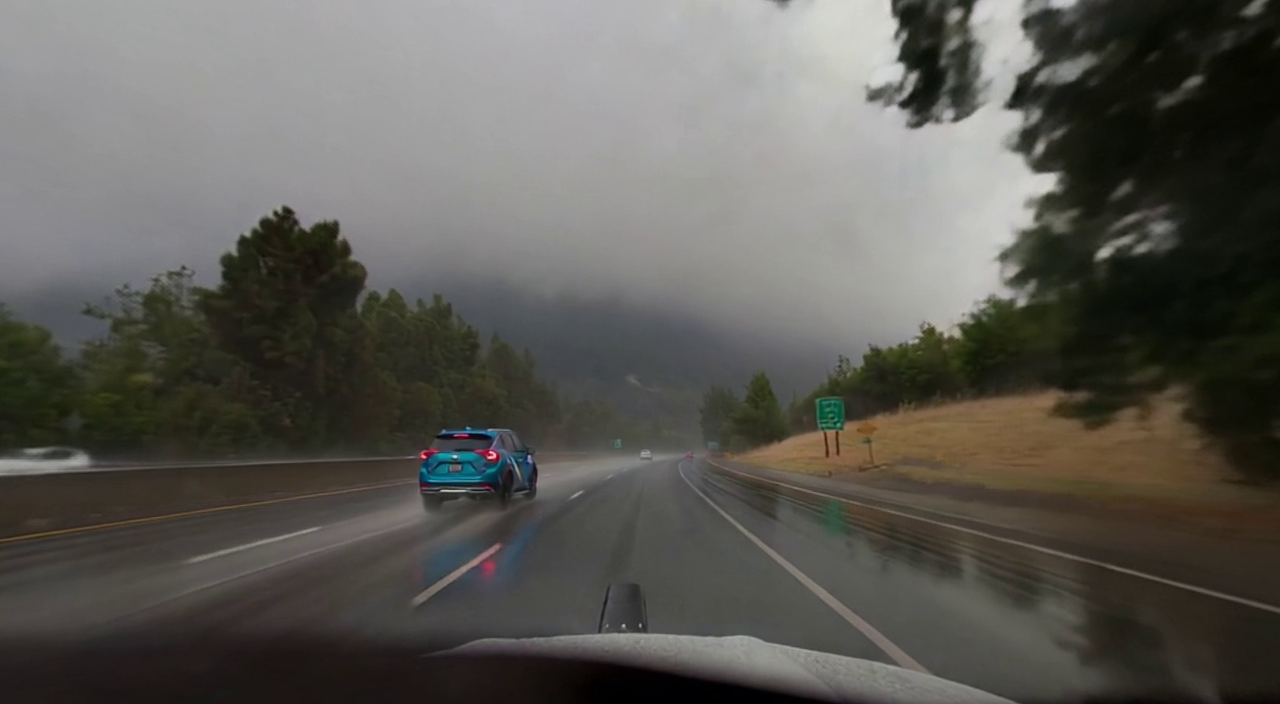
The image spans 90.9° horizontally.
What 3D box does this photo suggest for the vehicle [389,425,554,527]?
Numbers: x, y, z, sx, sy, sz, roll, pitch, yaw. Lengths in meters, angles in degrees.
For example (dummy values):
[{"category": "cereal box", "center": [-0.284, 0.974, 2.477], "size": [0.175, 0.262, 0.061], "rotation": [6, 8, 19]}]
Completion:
[{"category": "vehicle", "center": [-3.359, 2.587, 13.779], "size": [2.183, 1.803, 4.685], "rotation": [-1, -8, 2]}]
